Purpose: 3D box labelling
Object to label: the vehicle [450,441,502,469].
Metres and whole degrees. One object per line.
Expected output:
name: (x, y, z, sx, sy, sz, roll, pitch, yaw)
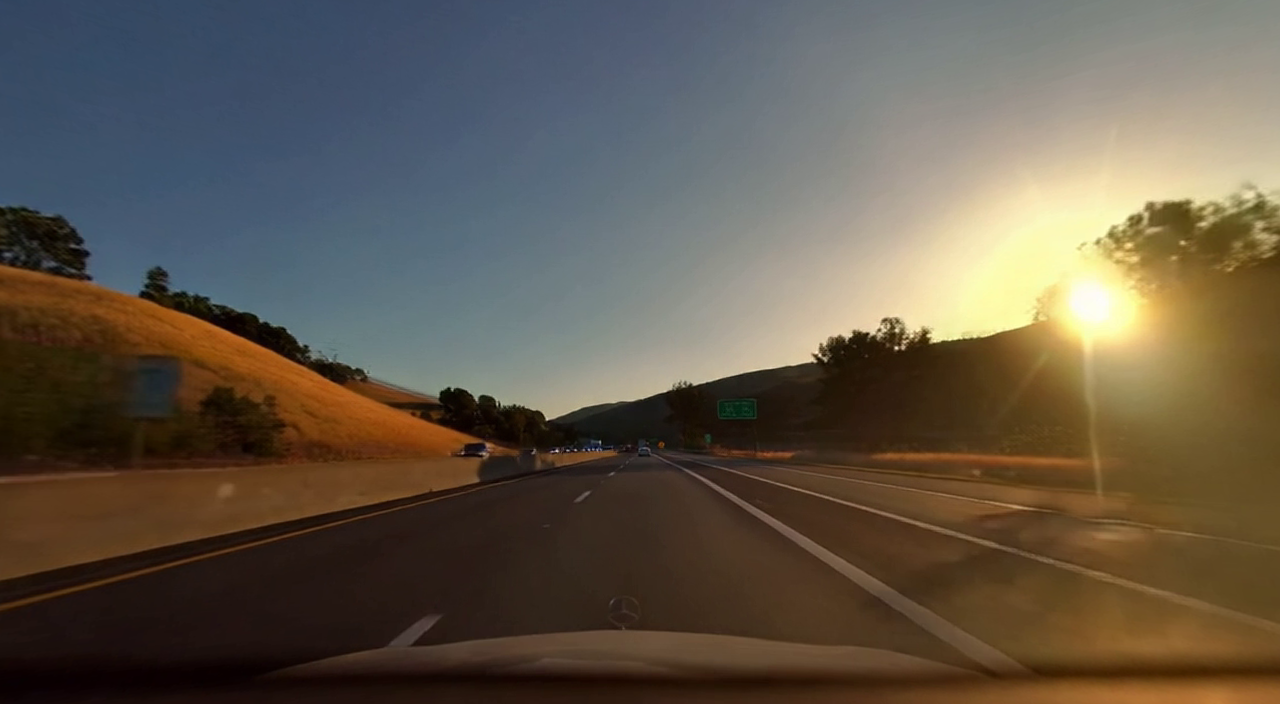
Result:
vehicle: (-11.866, 7.480, 46.047, 2.197, 1.891, 5.624, 0, -9, 1)
